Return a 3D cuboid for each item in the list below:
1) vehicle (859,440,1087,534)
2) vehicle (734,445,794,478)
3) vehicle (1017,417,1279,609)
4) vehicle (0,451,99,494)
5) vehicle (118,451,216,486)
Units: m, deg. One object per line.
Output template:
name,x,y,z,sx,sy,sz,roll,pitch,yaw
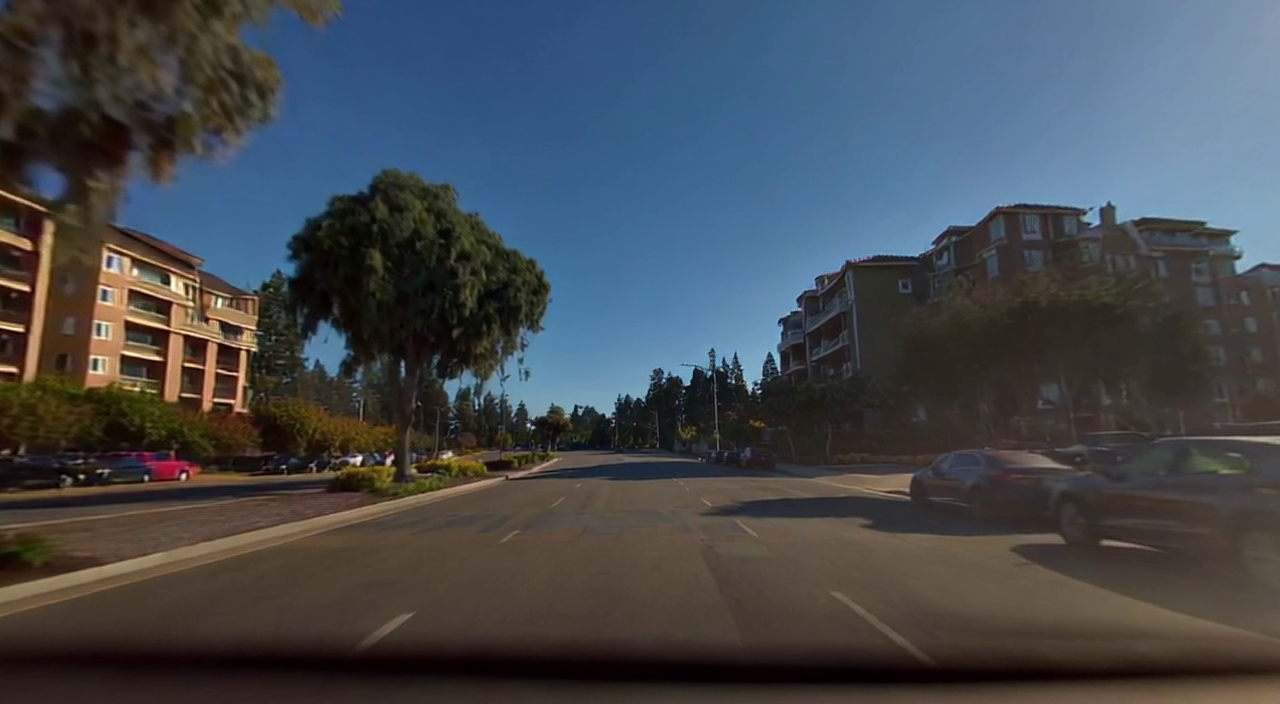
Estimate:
vehicle,6.581,2.698,13.337,1.956,1.487,5.176,-3,-9,0
vehicle,6.182,5.497,31.982,2.056,1.528,4.816,0,-9,0
vehicle,6.613,1.616,6.877,2.060,1.672,4.556,0,-9,-1
vehicle,-26.062,5.148,27.137,1.781,1.666,4.238,0,-9,-3
vehicle,-25.772,6.326,34.492,2.000,1.696,4.318,0,-9,0
